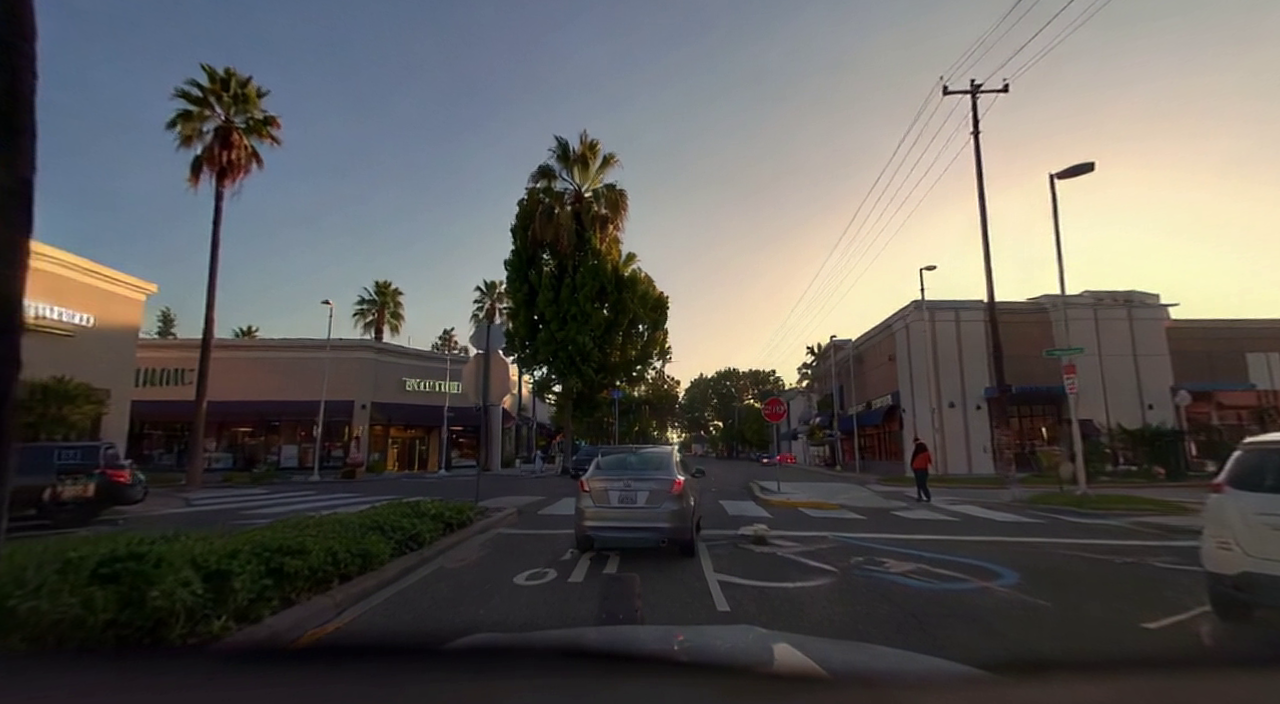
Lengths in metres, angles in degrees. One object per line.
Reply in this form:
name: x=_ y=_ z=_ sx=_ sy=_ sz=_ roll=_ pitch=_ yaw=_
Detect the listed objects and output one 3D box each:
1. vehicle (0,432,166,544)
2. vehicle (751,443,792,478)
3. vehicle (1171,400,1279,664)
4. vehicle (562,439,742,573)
vehicle: x=-10.792 y=2.222 z=10.528 sx=2.089 sy=1.731 sz=4.223 roll=-9 pitch=-12 yaw=44
vehicle: x=9.421 y=7.723 z=45.324 sx=2.467 sy=2.369 sz=1.577 roll=5 pitch=-9 yaw=-37
vehicle: x=6.091 y=1.325 z=5.263 sx=4.623 sy=1.650 sz=1.937 roll=8 pitch=-12 yaw=-44
vehicle: x=0.259 y=2.035 z=9.166 sx=2.031 sy=1.479 sz=3.969 roll=-1 pitch=-9 yaw=4
